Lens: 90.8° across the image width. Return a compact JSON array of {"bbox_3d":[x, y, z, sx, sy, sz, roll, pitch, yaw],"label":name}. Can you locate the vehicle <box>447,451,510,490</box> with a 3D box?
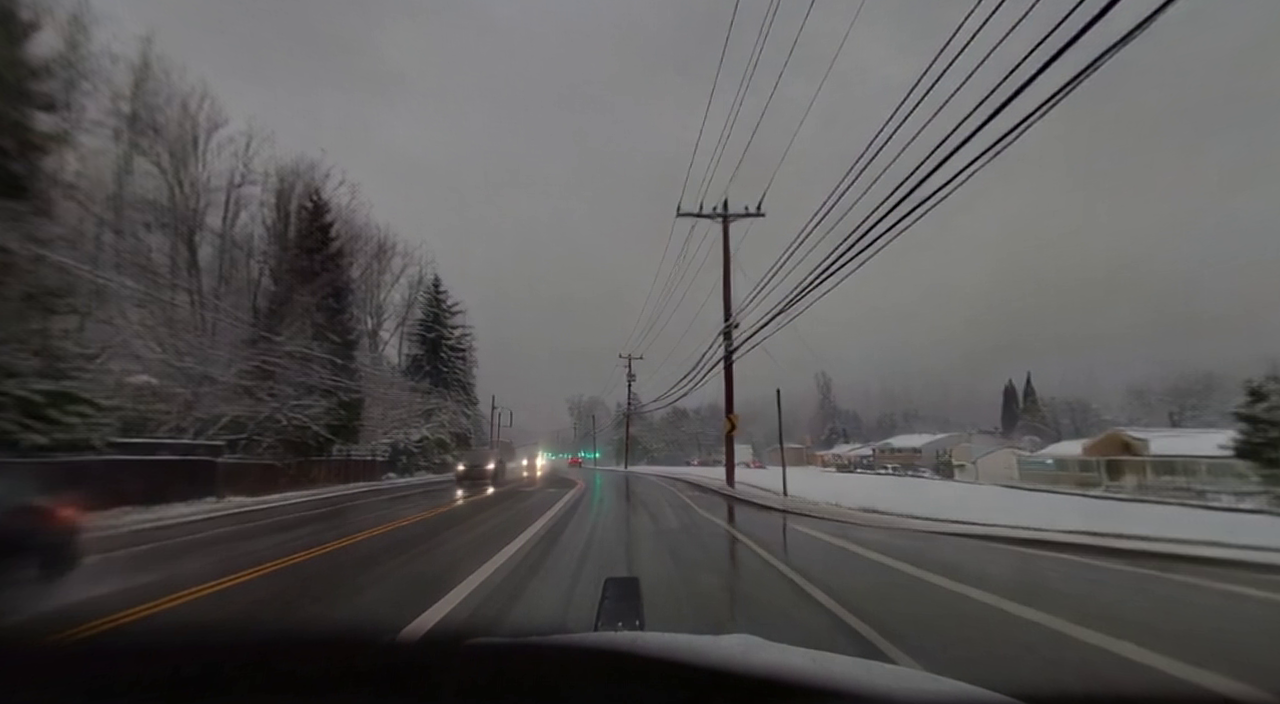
[{"bbox_3d":[-7.647,5.647,30.394,2.116,1.672,4.438,0,-9,-4],"label":"vehicle"}]
